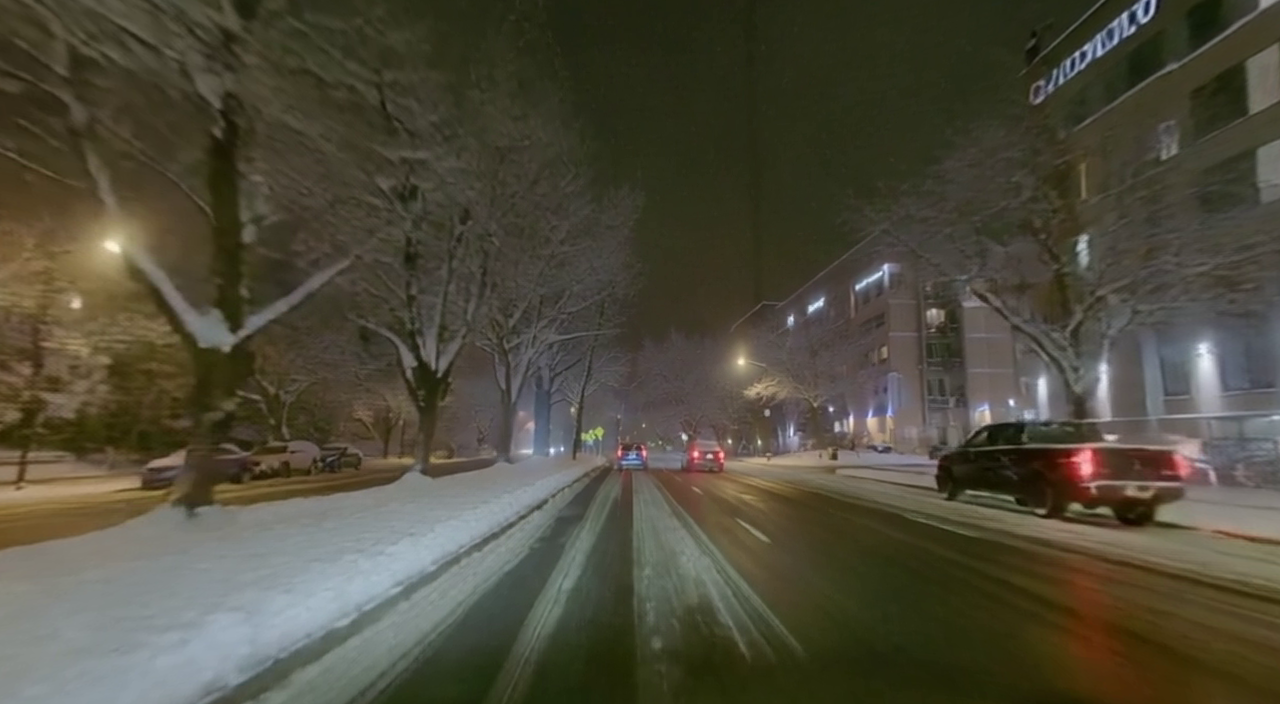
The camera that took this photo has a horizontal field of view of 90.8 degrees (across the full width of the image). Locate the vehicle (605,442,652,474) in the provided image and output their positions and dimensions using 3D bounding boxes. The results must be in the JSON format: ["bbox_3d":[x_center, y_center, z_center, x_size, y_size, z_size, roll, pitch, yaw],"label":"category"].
[{"bbox_3d":[-0.572,5.061,30.439,2.101,1.444,4.248,0,-8,-1],"label":"vehicle"}]

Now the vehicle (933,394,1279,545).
[{"bbox_3d":[10.261,2.609,14.930,3.082,2.655,7.381,0,-8,0],"label":"vehicle"}]

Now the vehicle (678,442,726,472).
[{"bbox_3d":[3.238,5.614,33.910,1.993,1.477,4.240,0,-8,-3],"label":"vehicle"}]

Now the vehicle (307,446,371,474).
[{"bbox_3d":[-19.528,7.027,41.221,2.019,1.687,4.484,0,-8,-2],"label":"vehicle"}]

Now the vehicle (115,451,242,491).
[{"bbox_3d":[-19.425,4.981,26.915,1.874,1.483,4.742,0,-8,0],"label":"vehicle"}]

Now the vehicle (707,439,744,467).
[{"bbox_3d":[6.437,7.686,48.297,2.052,1.990,4.736,0,-8,-2],"label":"vehicle"}]

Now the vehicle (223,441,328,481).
[{"bbox_3d":[-19.336,5.775,33.890,2.241,1.891,5.637,0,-8,0],"label":"vehicle"}]
